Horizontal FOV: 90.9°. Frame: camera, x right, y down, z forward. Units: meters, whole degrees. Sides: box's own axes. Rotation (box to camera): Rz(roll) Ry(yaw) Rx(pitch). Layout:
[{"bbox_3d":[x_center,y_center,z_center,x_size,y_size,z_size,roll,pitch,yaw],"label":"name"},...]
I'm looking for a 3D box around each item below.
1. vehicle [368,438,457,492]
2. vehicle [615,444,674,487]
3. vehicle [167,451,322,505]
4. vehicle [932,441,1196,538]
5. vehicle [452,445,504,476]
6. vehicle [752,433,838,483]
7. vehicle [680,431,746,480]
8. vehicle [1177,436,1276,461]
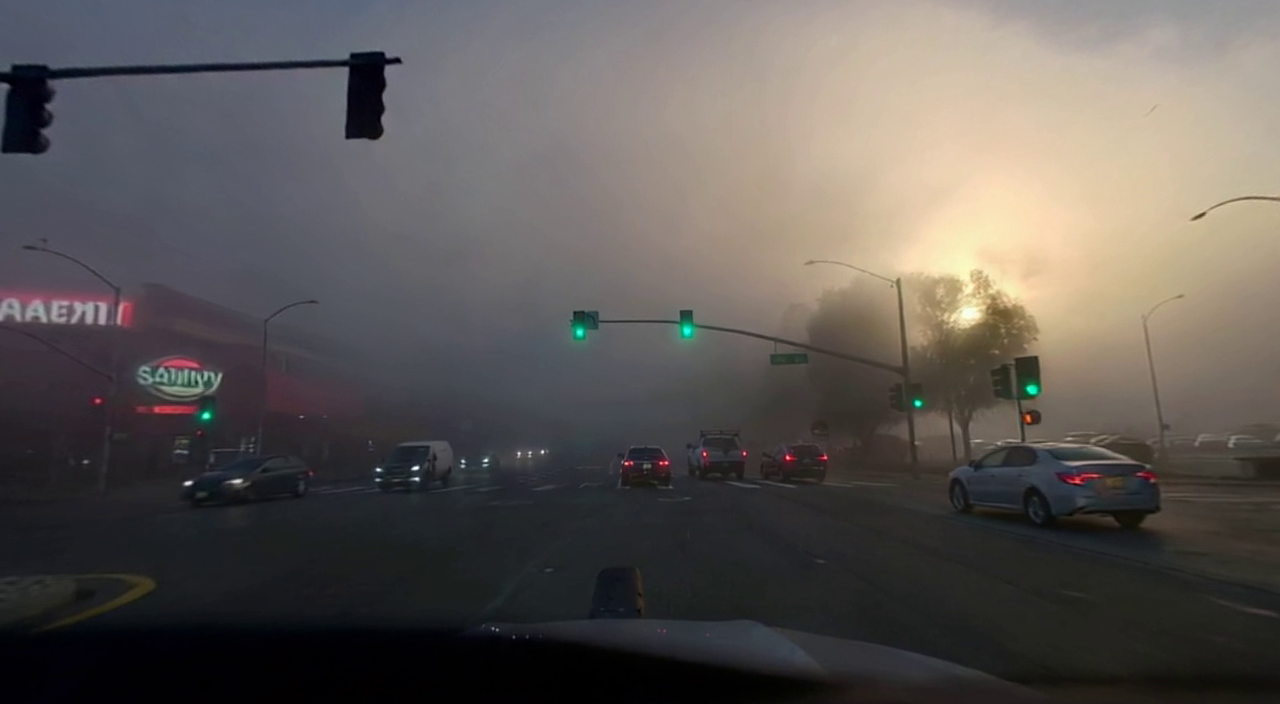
[{"bbox_3d":[-8.345,4.138,23.506,1.904,1.789,4.021,0,-8,-2],"label":"vehicle"},{"bbox_3d":[0.107,4.205,23.711,2.038,1.447,3.756,0,-8,-2],"label":"vehicle"},{"bbox_3d":[-12.608,4.008,20.585,1.969,1.486,4.773,0,-8,0],"label":"vehicle"},{"bbox_3d":[7.683,2.476,12.146,1.905,1.498,4.463,0,-8,-1],"label":"vehicle"},{"bbox_3d":[-8.986,6.006,35.247,1.827,1.602,4.115,0,-8,-1],"label":"vehicle"},{"bbox_3d":[6.813,4.722,28.488,2.323,2.009,5.266,0,-8,-3],"label":"vehicle"},{"bbox_3d":[3.363,4.943,30.373,2.358,2.116,5.328,0,-8,-2],"label":"vehicle"},{"bbox_3d":[35.825,5.917,38.589,4.230,1.449,1.782,0,-8,1],"label":"vehicle"}]
